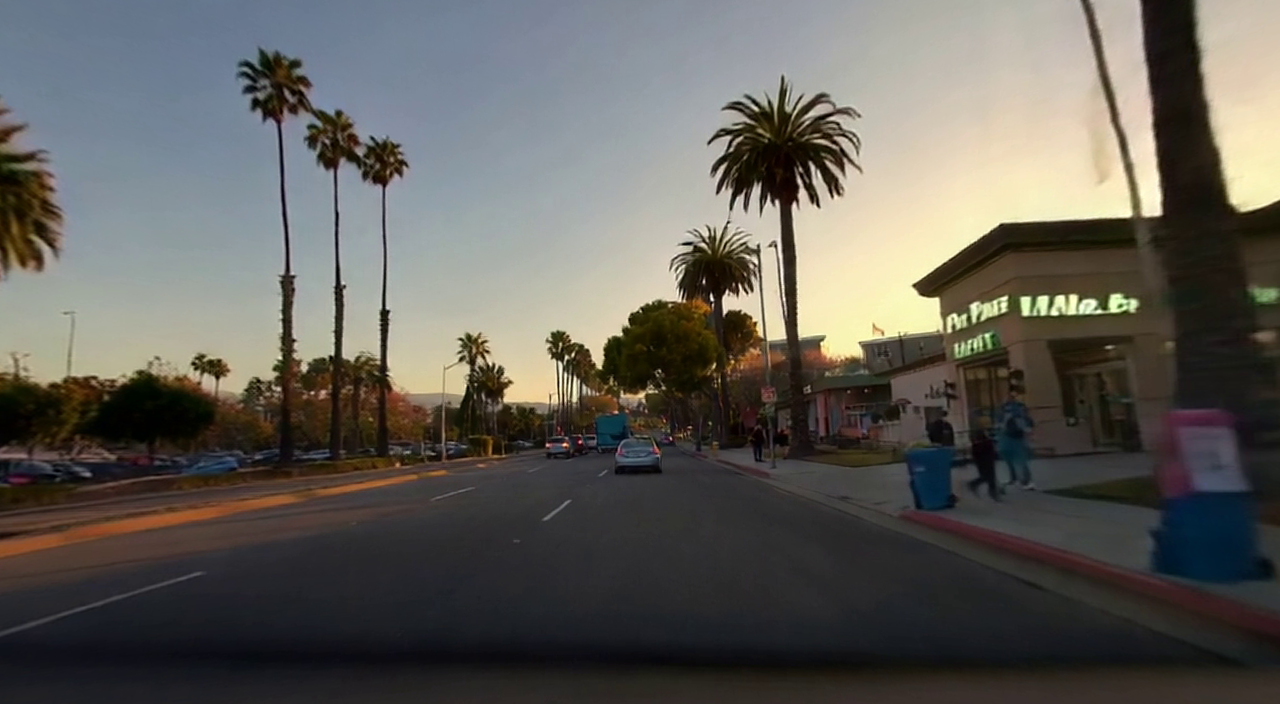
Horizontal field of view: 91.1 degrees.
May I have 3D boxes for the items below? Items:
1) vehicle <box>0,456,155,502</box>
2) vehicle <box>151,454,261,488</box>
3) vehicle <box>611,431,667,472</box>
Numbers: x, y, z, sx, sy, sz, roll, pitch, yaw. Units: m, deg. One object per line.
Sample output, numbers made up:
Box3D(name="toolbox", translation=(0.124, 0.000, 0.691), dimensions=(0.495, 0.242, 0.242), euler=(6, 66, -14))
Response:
Box3D(name="vehicle", translation=(-21.511, 4.777, 23.802), dimensions=(4.440, 1.498, 2.001), euler=(2, -9, -20))
Box3D(name="vehicle", translation=(-21.750, 5.962, 31.727), dimensions=(4.320, 1.496, 2.046), euler=(4, -10, -29))
Box3D(name="vehicle", translation=(-0.018, 4.088, 25.974), dimensions=(2.144, 1.514, 4.063), euler=(-1, -8, 1))
